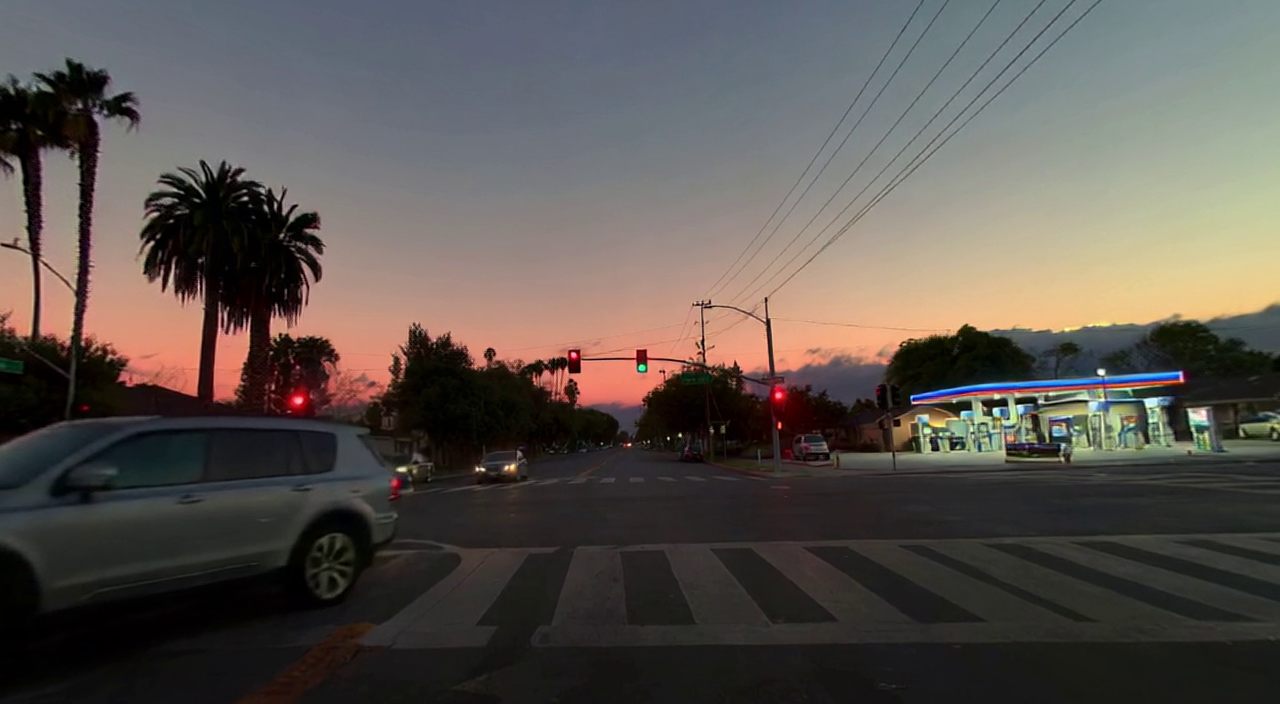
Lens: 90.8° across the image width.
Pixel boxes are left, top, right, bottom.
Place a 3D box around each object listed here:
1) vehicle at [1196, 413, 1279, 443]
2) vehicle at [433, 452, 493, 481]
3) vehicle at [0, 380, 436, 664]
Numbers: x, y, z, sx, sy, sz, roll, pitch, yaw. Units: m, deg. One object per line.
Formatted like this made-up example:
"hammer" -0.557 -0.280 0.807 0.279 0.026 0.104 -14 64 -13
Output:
"vehicle" 38.299 4.798 39.970 4.488 1.447 1.765 -5 -8 -1
"vehicle" -9.812 6.353 35.412 2.085 1.451 4.311 0 -9 0
"vehicle" -4.476 1.330 5.635 1.952 1.817 5.086 -5 -10 27
